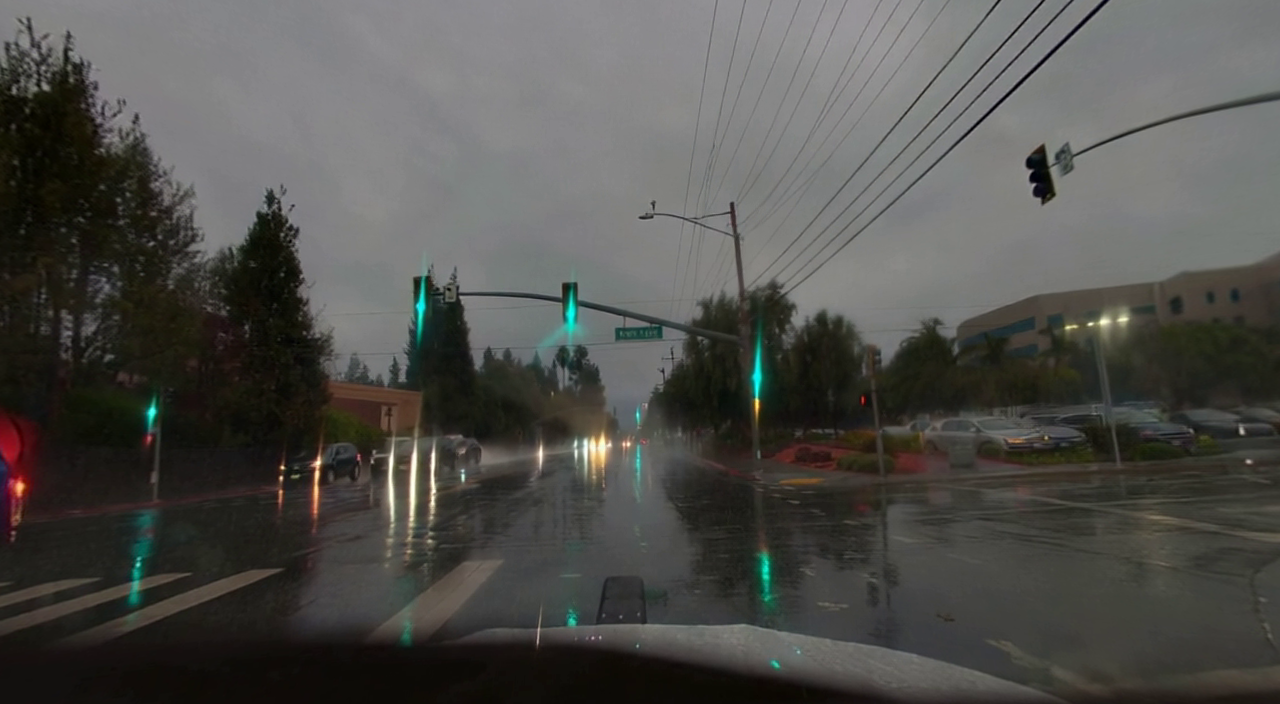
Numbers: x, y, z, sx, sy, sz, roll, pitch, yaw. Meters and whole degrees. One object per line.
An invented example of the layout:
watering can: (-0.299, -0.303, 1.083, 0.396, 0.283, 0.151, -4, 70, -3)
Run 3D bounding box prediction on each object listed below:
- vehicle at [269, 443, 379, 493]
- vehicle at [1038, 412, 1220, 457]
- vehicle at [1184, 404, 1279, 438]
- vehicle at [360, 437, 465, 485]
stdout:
vehicle: (-13.814, 5.069, 28.036, 2.306, 1.957, 4.968, 0, -9, -1)
vehicle: (16.906, 2.913, 22.135, 4.560, 1.453, 1.851, -3, -9, 18)
vehicle: (34.801, 4.020, 36.663, 4.326, 1.511, 1.725, -8, -9, 16)
vehicle: (-10.187, 4.921, 28.943, 2.664, 1.940, 5.702, 0, -9, 0)
